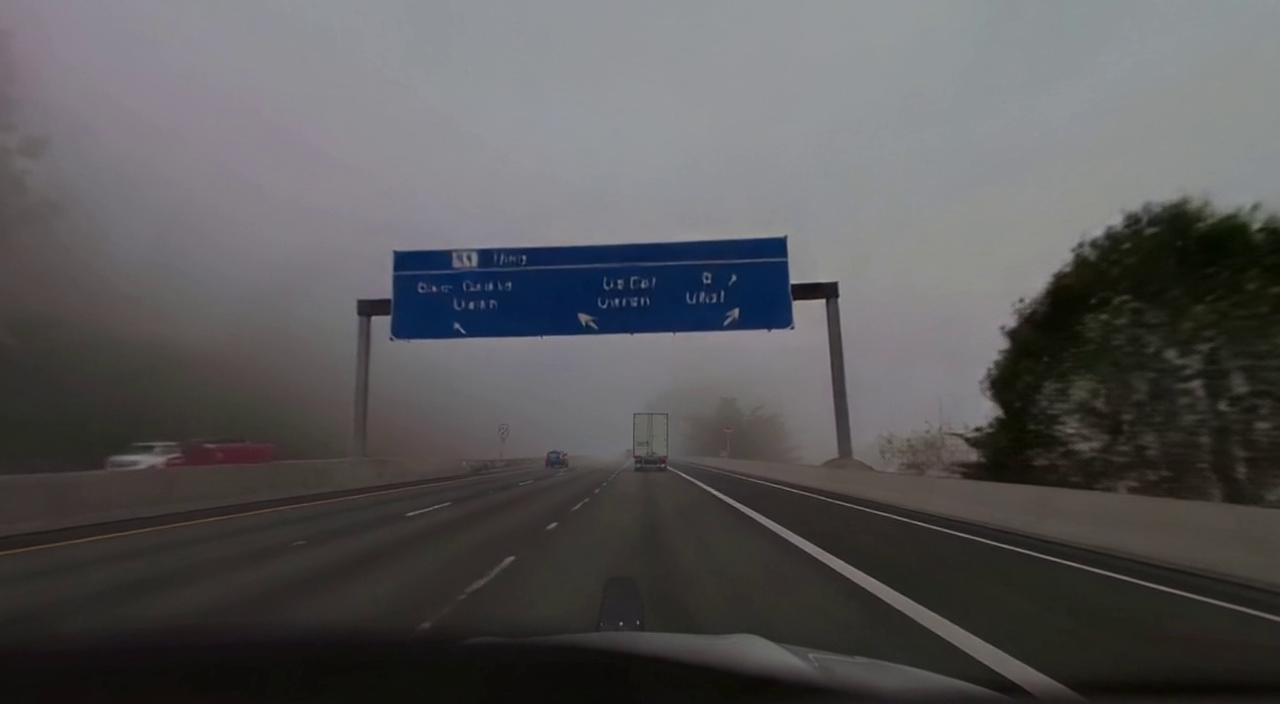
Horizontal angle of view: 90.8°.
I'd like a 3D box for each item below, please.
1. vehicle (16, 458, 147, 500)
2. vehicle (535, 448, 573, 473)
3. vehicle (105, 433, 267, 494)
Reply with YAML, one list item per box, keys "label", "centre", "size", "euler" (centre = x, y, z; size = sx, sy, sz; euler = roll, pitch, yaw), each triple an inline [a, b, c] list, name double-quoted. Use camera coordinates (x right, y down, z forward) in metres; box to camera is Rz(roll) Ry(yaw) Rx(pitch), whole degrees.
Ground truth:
- label: "vehicle"
  centre: [-20.463, 4.635, 23.310]
  size: [1.540, 1.366, 3.516]
  euler: [0, -9, 1]
- label: "vehicle"
  centre: [-6.386, 8.093, 47.361]
  size: [2.119, 1.754, 4.404]
  euler: [0, -9, 1]
- label: "vehicle"
  centre: [-20.609, 5.118, 29.241]
  size: [2.562, 2.458, 6.575]
  euler: [0, -9, 0]
